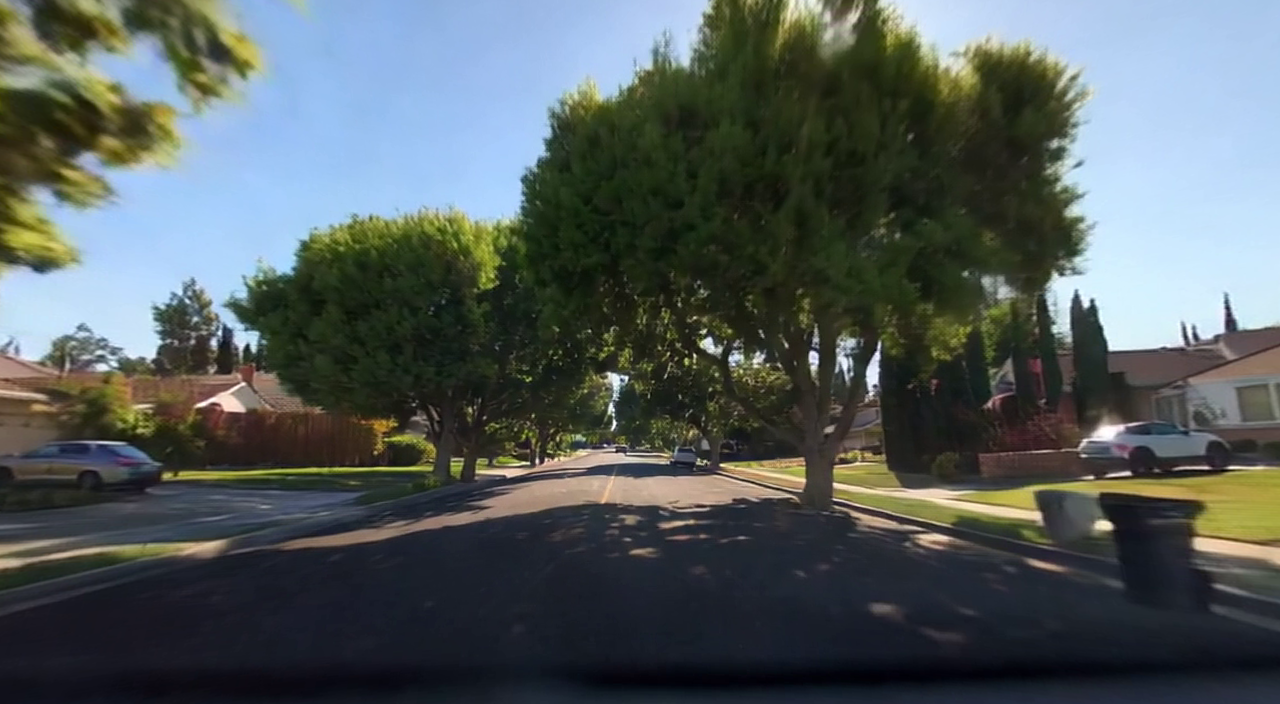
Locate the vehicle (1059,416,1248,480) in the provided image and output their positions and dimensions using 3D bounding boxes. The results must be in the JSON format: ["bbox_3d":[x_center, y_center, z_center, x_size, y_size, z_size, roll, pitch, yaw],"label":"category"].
[{"bbox_3d":[15.202,2.845,18.702,4.468,1.728,2.135,3,-9,-19],"label":"vehicle"}]

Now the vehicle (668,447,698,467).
[{"bbox_3d":[3.336,8.208,49.357,2.011,1.521,4.292,0,-9,0],"label":"vehicle"}]

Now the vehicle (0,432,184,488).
[{"bbox_3d":[-16.013,3.069,17.967,4.351,1.474,2.015,0,-9,-2],"label":"vehicle"}]
